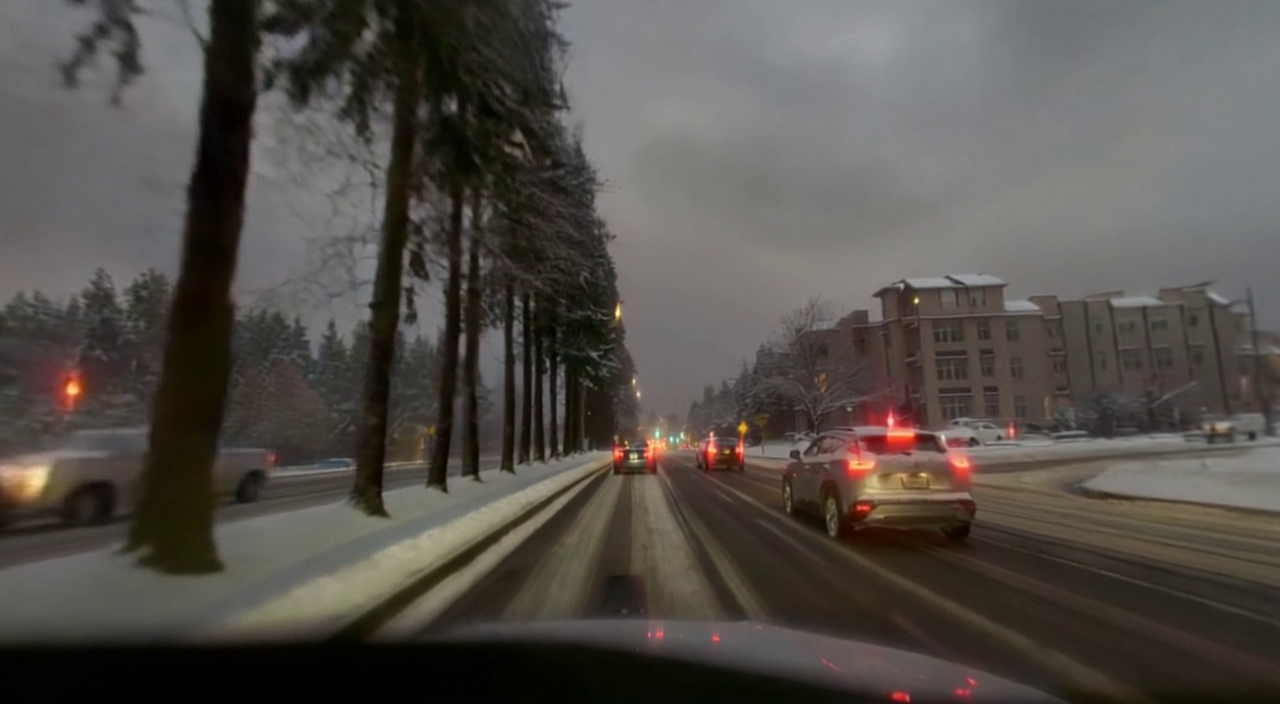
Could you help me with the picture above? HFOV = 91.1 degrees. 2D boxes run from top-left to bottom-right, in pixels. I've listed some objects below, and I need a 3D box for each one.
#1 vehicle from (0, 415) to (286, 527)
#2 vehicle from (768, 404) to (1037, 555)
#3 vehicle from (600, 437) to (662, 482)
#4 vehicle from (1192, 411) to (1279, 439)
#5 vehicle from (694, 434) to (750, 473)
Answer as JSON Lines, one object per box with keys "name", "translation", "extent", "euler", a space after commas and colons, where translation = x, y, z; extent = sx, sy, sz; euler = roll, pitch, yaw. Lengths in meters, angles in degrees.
{"name": "vehicle", "translation": [-11.727, 2.708, 15.054], "extent": [2.494, 2.052, 6.719], "euler": [0, -9, 1]}
{"name": "vehicle", "translation": [3.456, 1.789, 9.411], "extent": [2.130, 1.718, 4.310], "euler": [0, -9, 0]}
{"name": "vehicle", "translation": [-0.285, 3.921, 23.150], "extent": [2.111, 1.506, 4.018], "euler": [0, -9, 0]}
{"name": "vehicle", "translation": [34.648, 4.269, 36.087], "extent": [1.797, 1.452, 4.453], "euler": [0, -9, 0]}
{"name": "vehicle", "translation": [3.743, 4.745, 29.488], "extent": [1.982, 1.709, 4.427], "euler": [0, -9, -1]}
